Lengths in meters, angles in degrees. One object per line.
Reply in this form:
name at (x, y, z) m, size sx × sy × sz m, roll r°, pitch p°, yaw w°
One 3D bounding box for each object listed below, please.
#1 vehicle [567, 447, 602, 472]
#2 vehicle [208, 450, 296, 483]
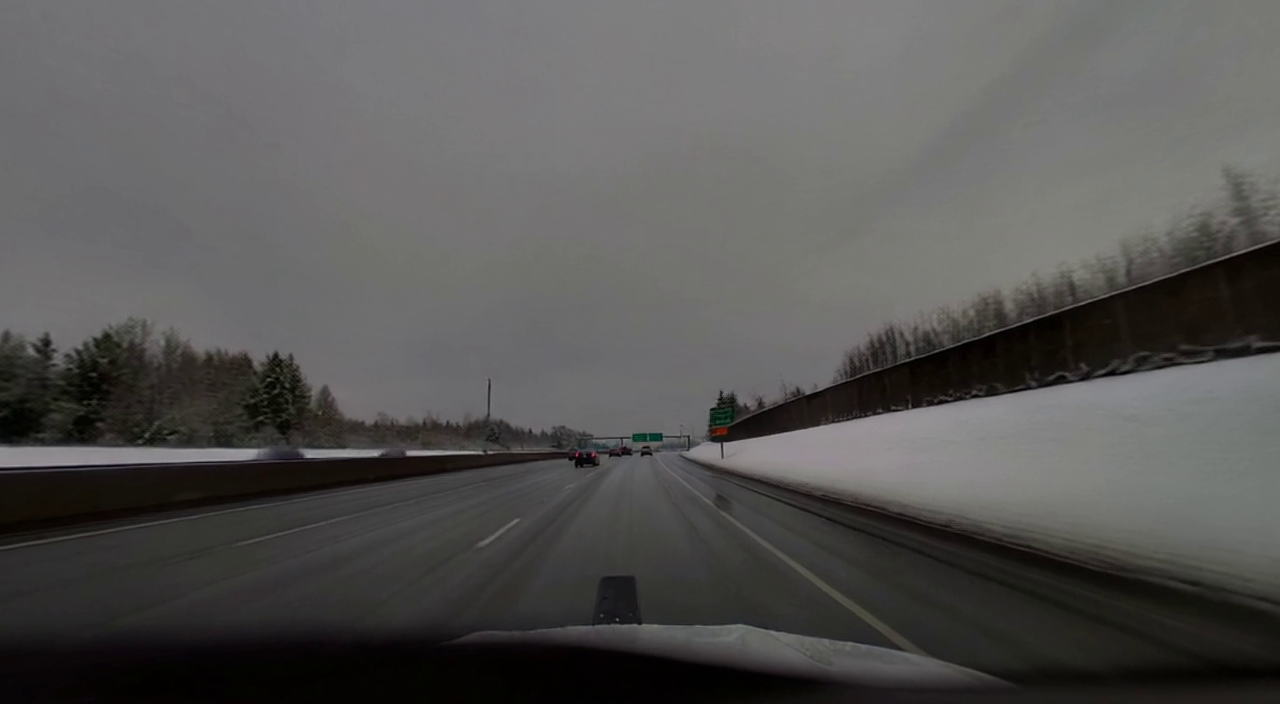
vehicle at (-3.486, 6.827, 40.075) m, size 1.895 × 1.482 × 3.852 m, roll 0°, pitch -9°, yaw 0°
vehicle at (-19.275, 5.655, 31.348) m, size 1.802 × 1.516 × 4.049 m, roll 0°, pitch -9°, yaw 0°
